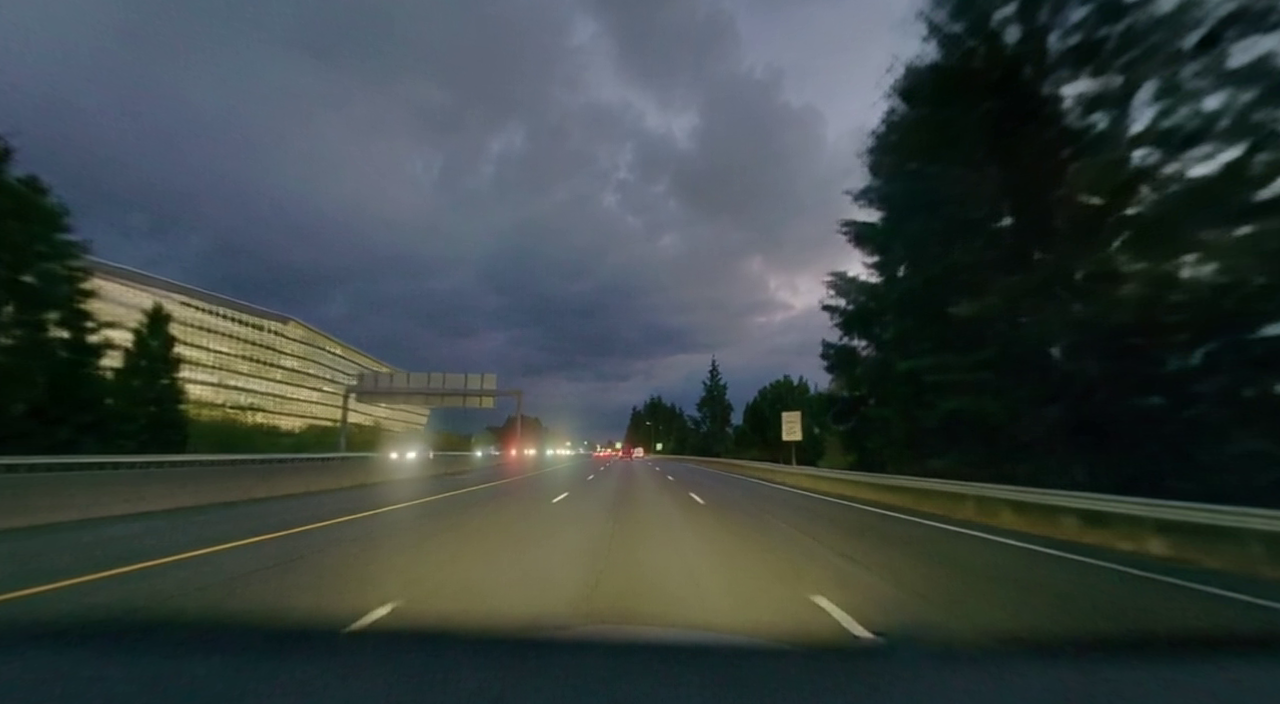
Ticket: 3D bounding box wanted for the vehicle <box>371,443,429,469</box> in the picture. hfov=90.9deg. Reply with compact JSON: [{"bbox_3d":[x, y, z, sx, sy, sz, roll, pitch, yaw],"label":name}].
[{"bbox_3d":[-14.973,6.516,39.610,1.842,1.473,4.625,0,-9,0],"label":"vehicle"}]
